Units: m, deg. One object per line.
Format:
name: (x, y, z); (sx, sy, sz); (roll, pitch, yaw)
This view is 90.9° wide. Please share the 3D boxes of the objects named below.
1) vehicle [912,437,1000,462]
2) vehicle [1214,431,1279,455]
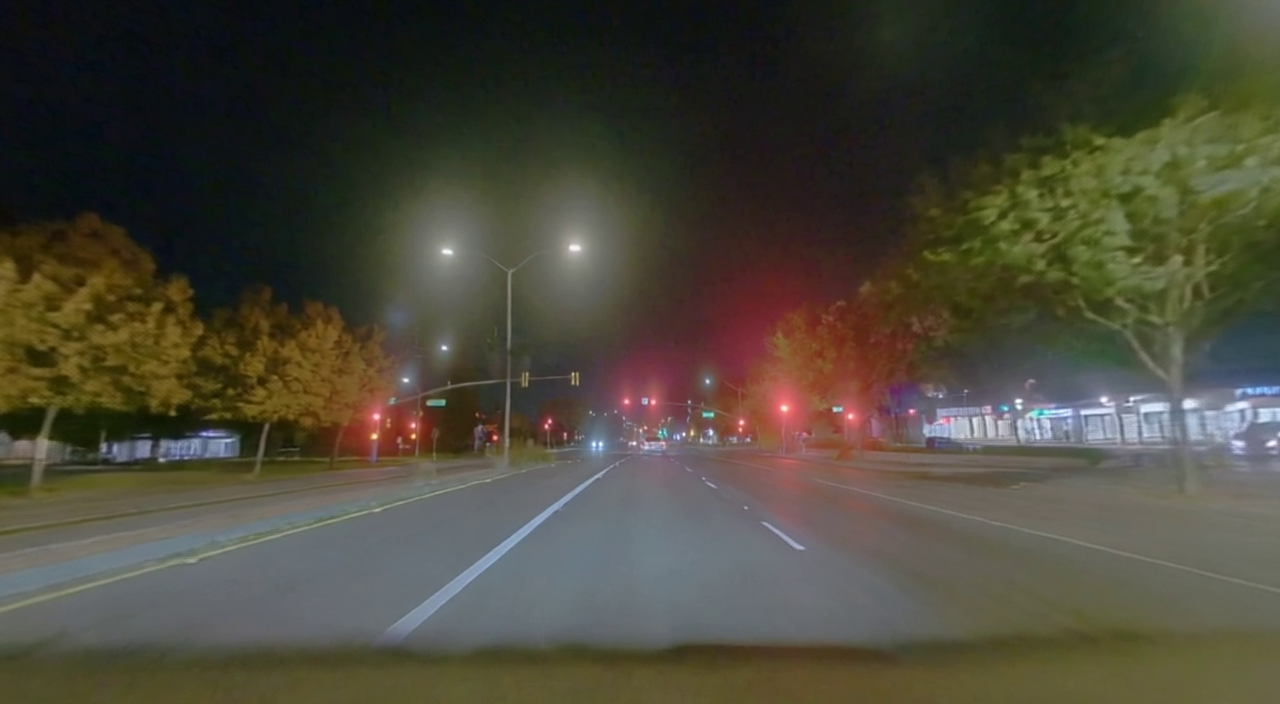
vehicle: (19.928, 6.168, 39.868); (4.479, 1.488, 2.038); (0, -8, -1)
vehicle: (39.960, 5.842, 40.352); (1.770, 1.442, 4.897); (0, -8, 0)
